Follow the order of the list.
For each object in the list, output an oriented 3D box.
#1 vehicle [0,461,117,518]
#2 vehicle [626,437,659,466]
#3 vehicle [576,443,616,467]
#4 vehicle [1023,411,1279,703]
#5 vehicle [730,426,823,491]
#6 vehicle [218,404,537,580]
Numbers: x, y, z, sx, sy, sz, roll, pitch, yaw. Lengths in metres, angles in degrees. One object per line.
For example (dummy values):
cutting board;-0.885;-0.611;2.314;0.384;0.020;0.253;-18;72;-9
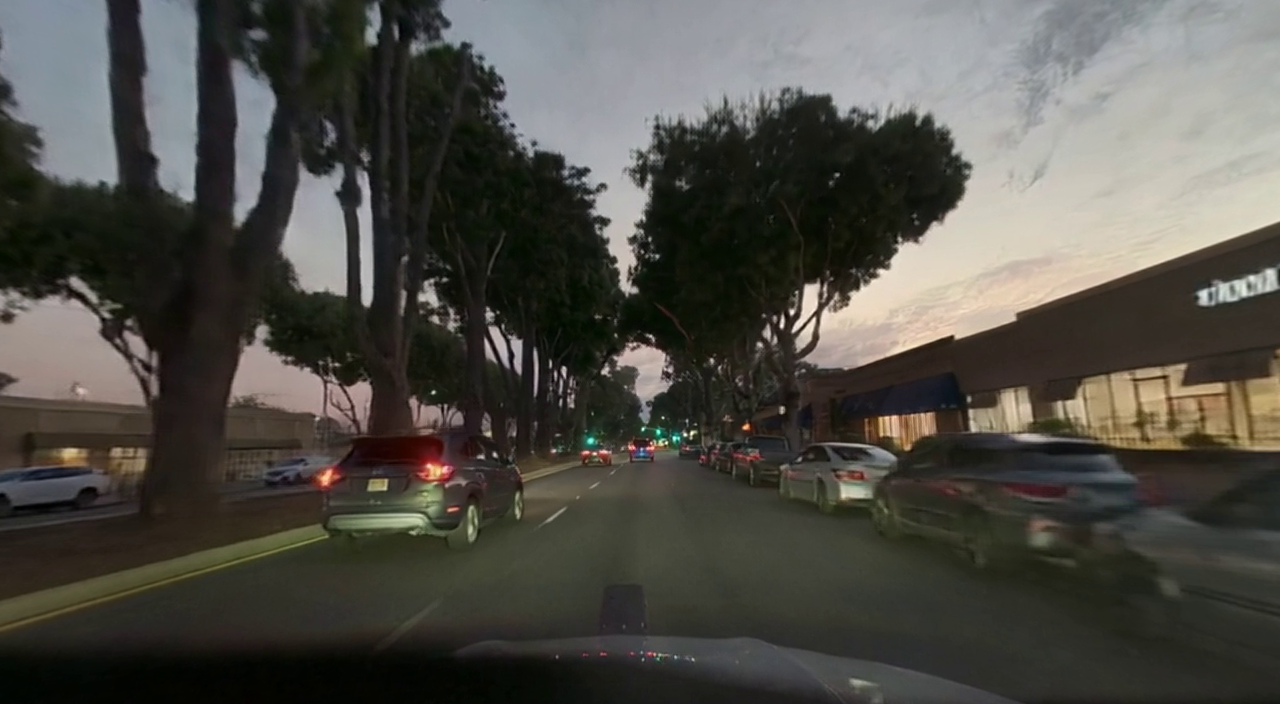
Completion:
vehicle;-18.990;4.168;19.295;1.888;1.500;4.622;0;-8;2
vehicle;0.158;6.466;40.959;2.075;1.770;4.018;0;-8;0
vehicle;-2.797;6.673;41.130;2.151;1.484;4.468;0;-8;2
vehicle;4.040;1.025;2.842;1.887;1.517;4.257;0;-8;-1
vehicle;4.445;3.562;21.409;2.079;1.910;4.855;0;-8;0
vehicle;-2.963;1.717;8.598;2.186;1.708;4.746;0;-8;2
